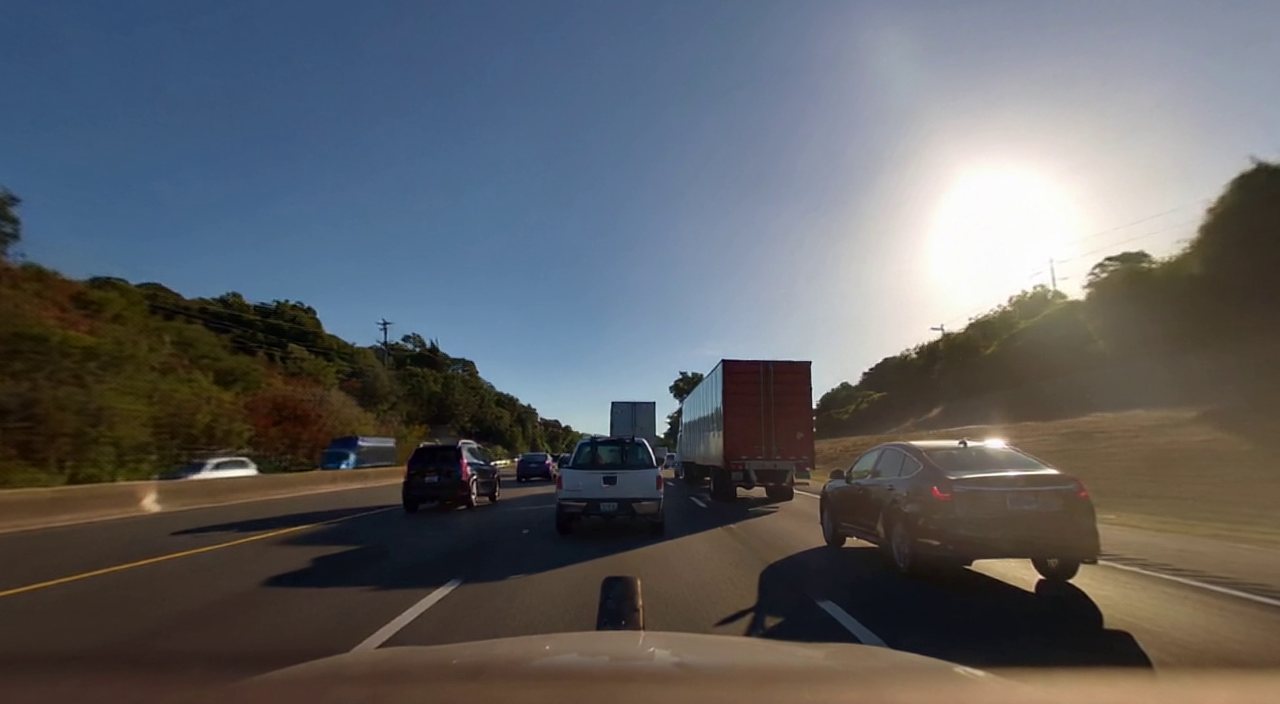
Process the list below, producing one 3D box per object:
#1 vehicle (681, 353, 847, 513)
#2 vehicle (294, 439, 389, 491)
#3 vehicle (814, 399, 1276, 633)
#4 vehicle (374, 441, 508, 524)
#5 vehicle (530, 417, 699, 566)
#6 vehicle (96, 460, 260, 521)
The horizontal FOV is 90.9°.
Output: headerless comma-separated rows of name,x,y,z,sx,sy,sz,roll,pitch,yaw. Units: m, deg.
vehicle,3.732,3.504,25.388,3.032,4.051,18.805,0,-9,0
vehicle,-16.708,6.351,35.781,2.312,2.629,6.031,0,-9,1
vehicle,3.705,1.599,7.149,2.076,1.751,4.666,0,-9,0
vehicle,-4.368,2.911,14.533,1.789,1.620,3.841,0,-9,1
vehicle,-0.338,2.022,9.826,2.037,1.792,4.194,0,-9,-1
vehicle,-12.507,3.739,17.389,1.756,1.423,3.590,0,-9,0
